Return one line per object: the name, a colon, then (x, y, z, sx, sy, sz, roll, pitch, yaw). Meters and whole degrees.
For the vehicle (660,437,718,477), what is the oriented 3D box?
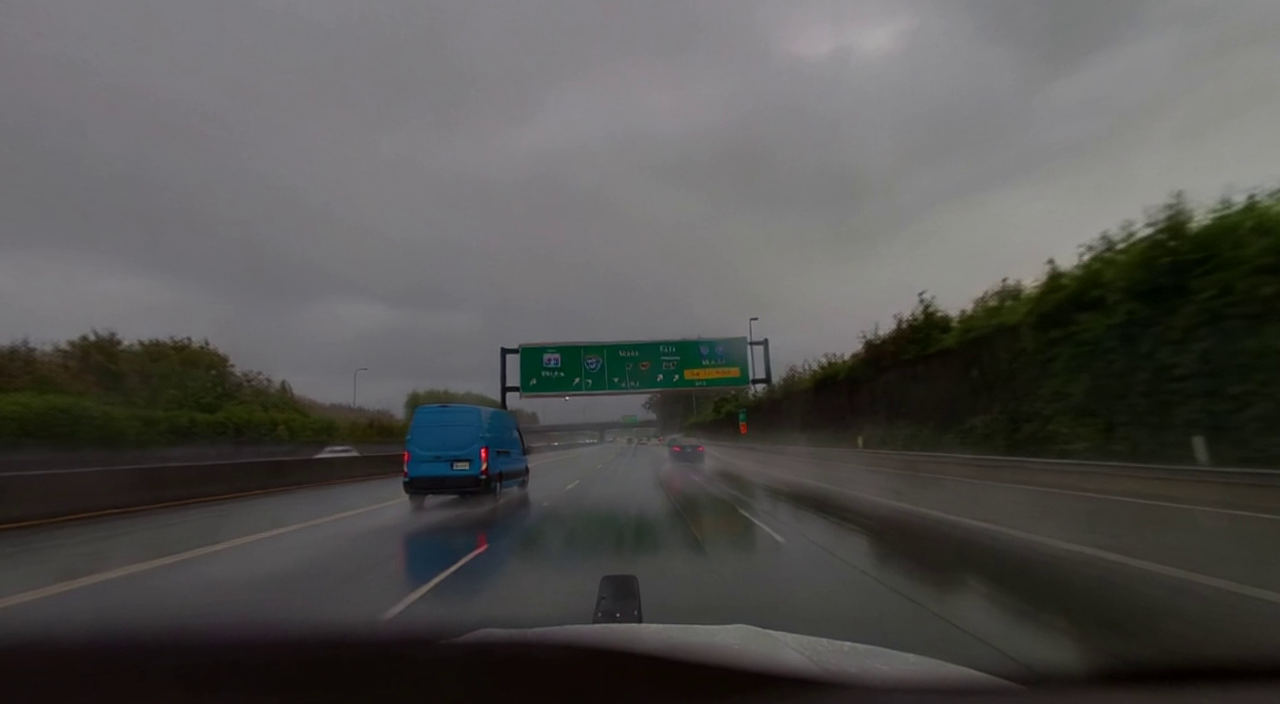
vehicle: (1.878, 4.175, 25.374, 2.020, 1.464, 3.803, 0, -8, 0)

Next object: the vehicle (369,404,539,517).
vehicle: (-3.790, 2.313, 14.060, 2.275, 2.053, 5.082, 0, -8, -1)
